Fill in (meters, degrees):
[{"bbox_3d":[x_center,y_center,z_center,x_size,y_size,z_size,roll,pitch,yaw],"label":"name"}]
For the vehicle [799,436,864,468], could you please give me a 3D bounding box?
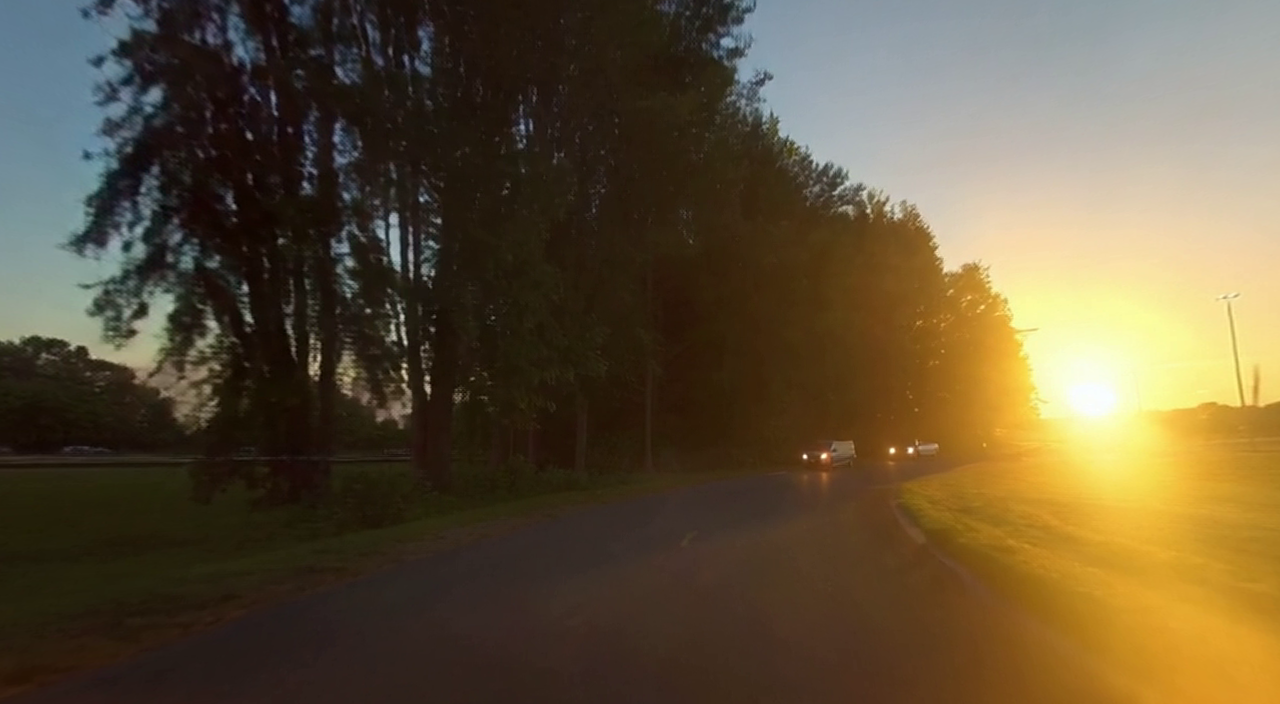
[{"bbox_3d":[11.611,6.016,37.950,1.988,1.789,4.257,-7,-11,44],"label":"vehicle"}]
